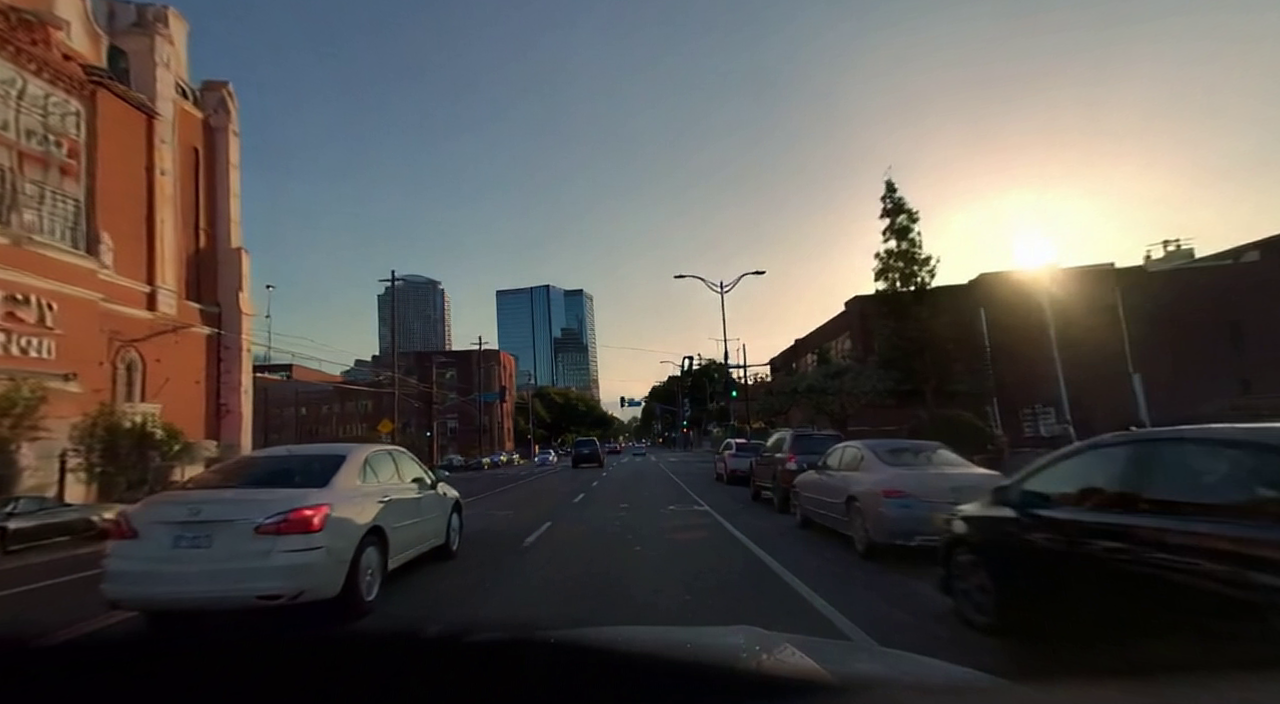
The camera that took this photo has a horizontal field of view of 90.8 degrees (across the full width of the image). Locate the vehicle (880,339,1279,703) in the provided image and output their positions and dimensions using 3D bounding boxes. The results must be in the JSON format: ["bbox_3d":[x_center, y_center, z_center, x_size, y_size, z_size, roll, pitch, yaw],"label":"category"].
[{"bbox_3d":[3.306,0.991,3.500,2.206,1.664,4.578,0,-8,1],"label":"vehicle"}]

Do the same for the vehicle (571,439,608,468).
[{"bbox_3d":[-3.563,7.320,45.655,2.293,1.936,4.737,0,-8,0],"label":"vehicle"}]

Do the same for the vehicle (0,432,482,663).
[{"bbox_3d":[-3.333,1.678,6.698,2.089,1.547,4.635,0,-8,0],"label":"vehicle"}]
